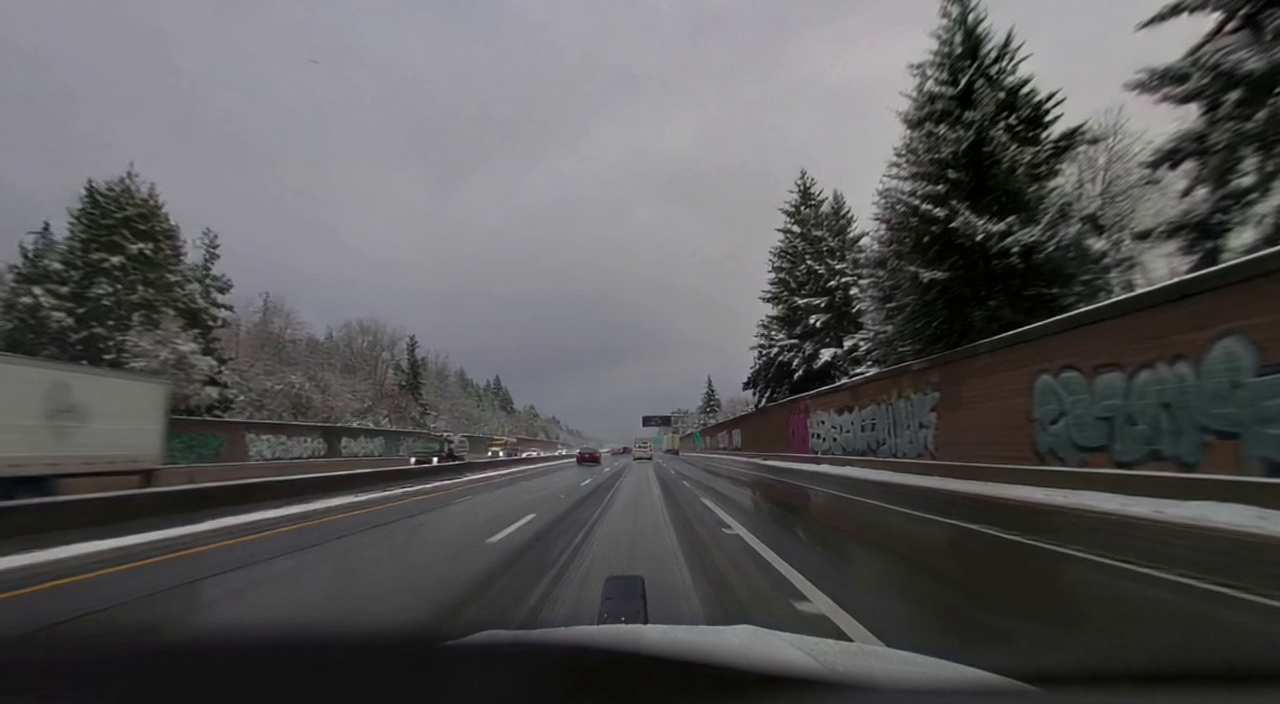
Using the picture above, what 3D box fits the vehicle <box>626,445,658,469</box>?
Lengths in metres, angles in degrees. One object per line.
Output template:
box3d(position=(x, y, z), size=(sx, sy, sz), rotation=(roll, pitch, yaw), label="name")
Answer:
box3d(position=(0.096, 6.941, 41.739), size=(2.009, 1.506, 4.091), rotation=(0, -9, 0), label="vehicle")

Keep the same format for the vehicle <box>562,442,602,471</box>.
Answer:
box3d(position=(-3.624, 6.634, 40.072), size=(2.095, 1.671, 4.193), rotation=(0, -9, 1), label="vehicle")

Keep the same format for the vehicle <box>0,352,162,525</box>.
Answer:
box3d(position=(-16.605, 1.659, 12.411), size=(3.275, 3.983, 14.098), rotation=(0, -9, 0), label="vehicle")
